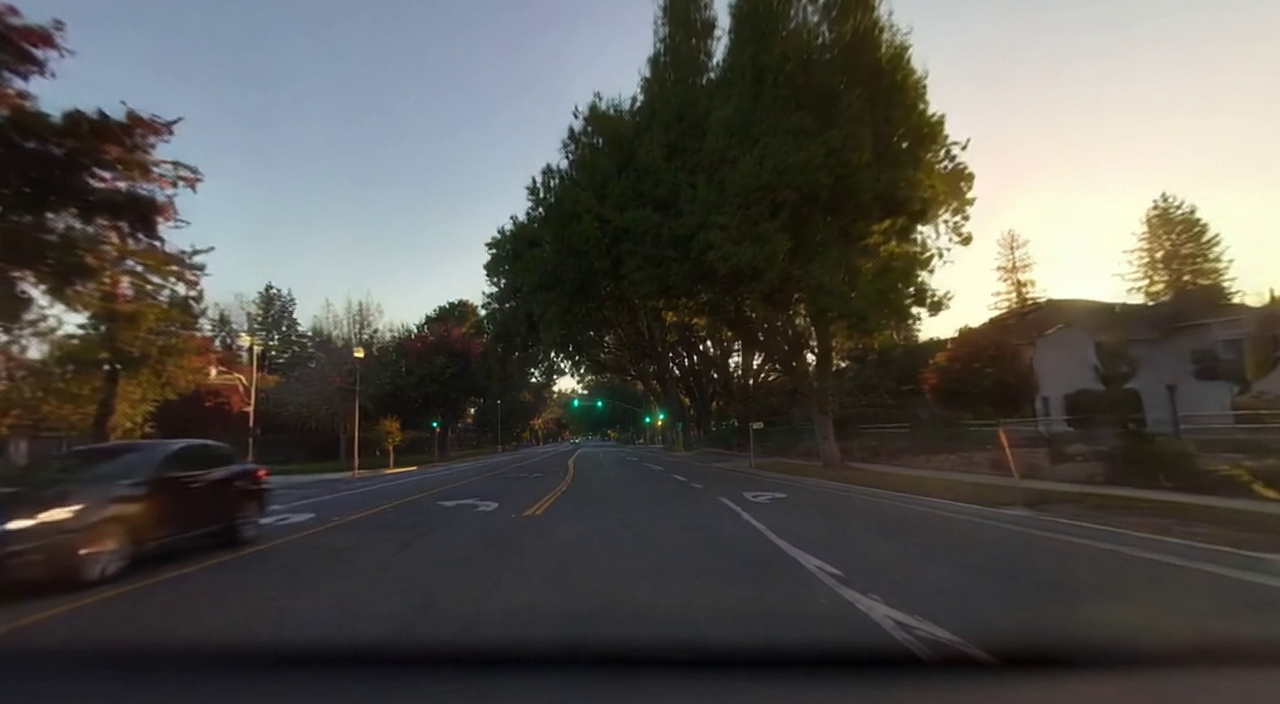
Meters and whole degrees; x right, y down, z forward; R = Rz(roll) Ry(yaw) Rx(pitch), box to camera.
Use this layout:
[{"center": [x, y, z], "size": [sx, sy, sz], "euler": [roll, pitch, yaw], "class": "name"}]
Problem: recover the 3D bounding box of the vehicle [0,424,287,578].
[{"center": [-7.857, 2.099, 9.801], "size": [2.175, 1.796, 4.605], "euler": [0, -8, -2], "class": "vehicle"}]
